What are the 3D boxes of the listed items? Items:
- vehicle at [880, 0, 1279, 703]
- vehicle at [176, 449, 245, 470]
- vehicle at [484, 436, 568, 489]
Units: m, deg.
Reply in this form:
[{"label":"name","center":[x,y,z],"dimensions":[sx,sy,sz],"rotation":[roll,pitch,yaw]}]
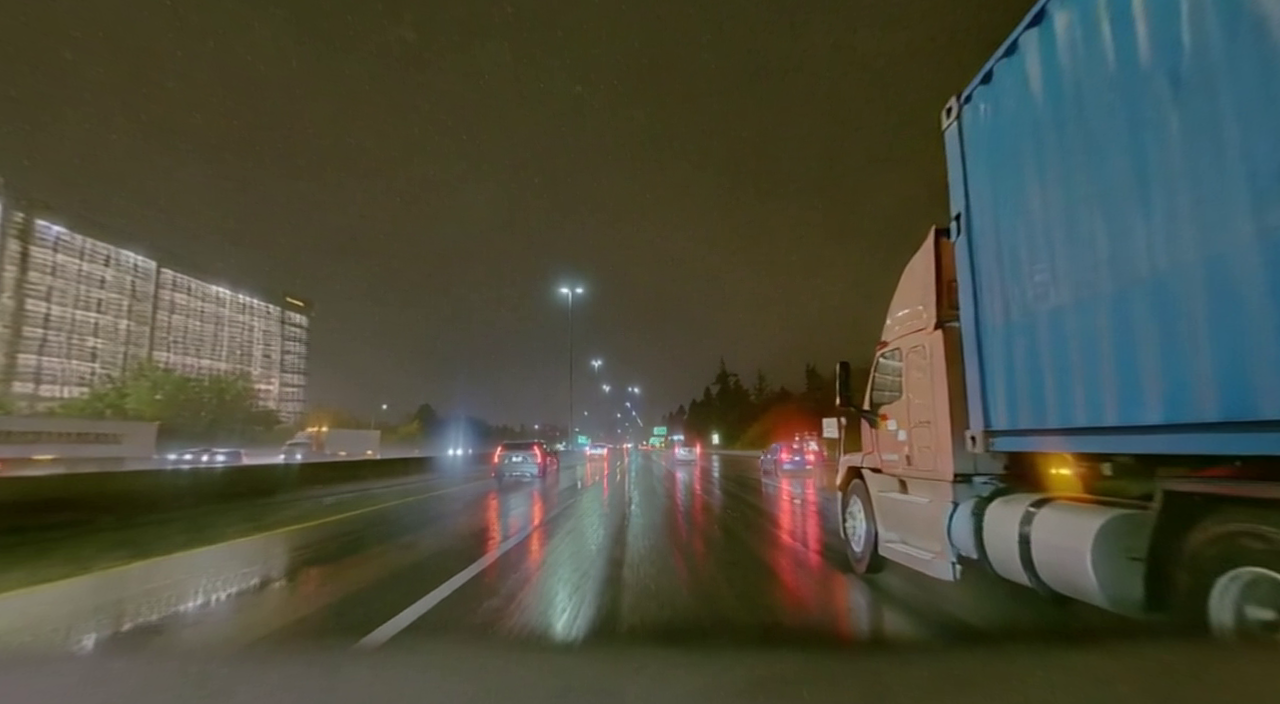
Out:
[{"label":"vehicle","center":[3.688,-0.138,2.497],"dimensions":[3.089,3.779,6.420],"rotation":[0,-9,2]},{"label":"vehicle","center":[-32.167,8.026,47.286],"dimensions":[1.863,1.470,4.531],"rotation":[0,-8,1]},{"label":"vehicle","center":[-3.626,3.599,20.800],"dimensions":[1.954,1.528,4.010],"rotation":[1,-9,1]}]
